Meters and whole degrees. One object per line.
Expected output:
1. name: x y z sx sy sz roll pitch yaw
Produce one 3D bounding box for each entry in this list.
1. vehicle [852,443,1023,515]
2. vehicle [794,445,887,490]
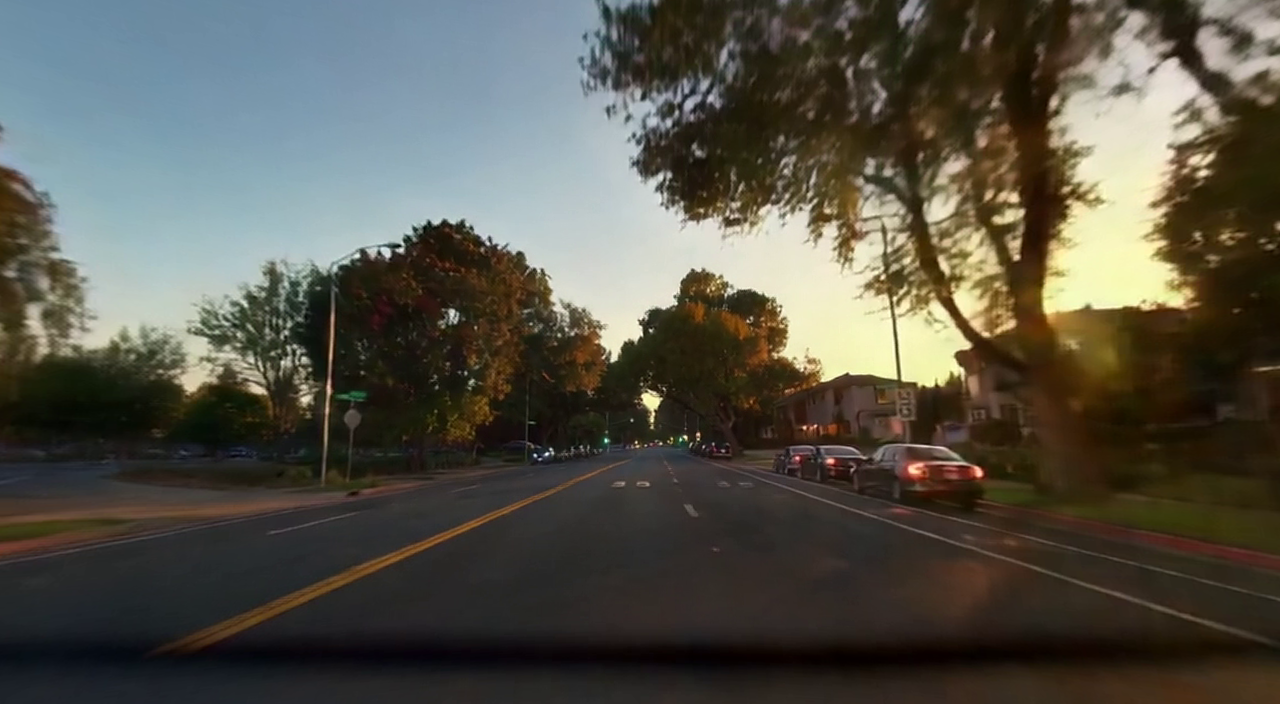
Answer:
1. vehicle: 6.989 3.000 15.536 1.940 1.481 4.650 0 -8 0
2. vehicle: 7.199 4.162 23.236 2.001 1.454 4.494 0 -8 1
